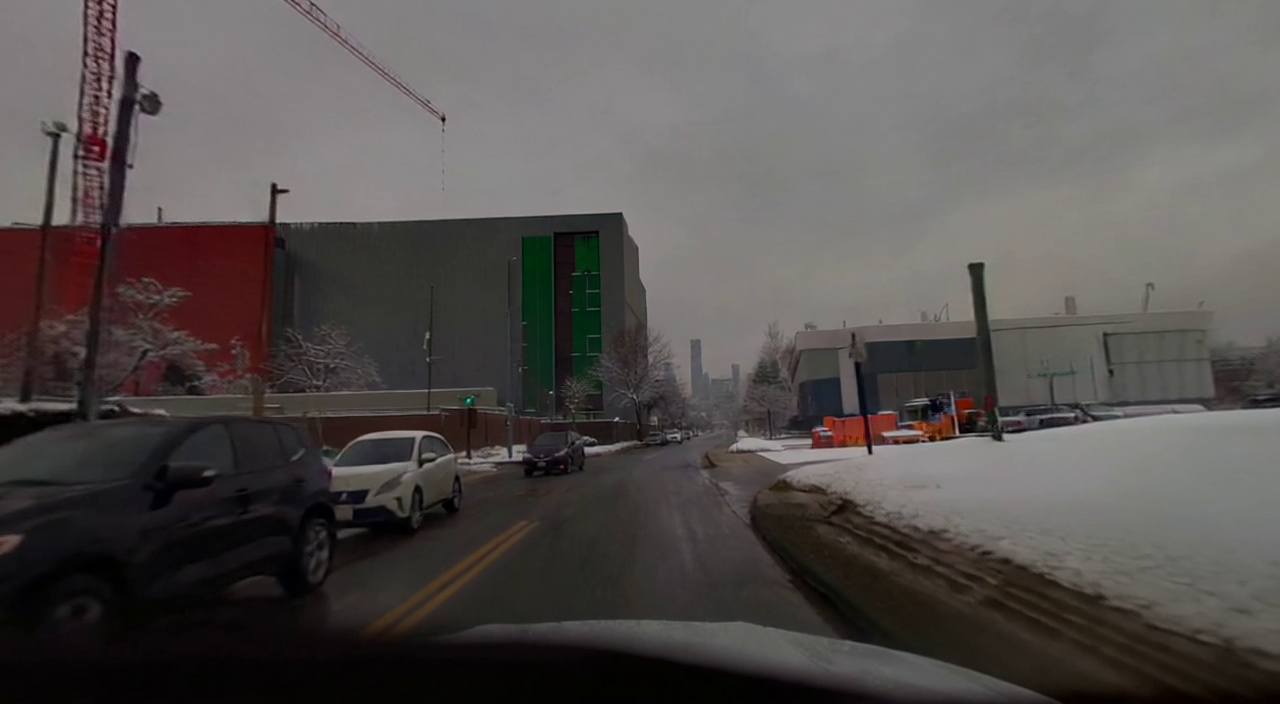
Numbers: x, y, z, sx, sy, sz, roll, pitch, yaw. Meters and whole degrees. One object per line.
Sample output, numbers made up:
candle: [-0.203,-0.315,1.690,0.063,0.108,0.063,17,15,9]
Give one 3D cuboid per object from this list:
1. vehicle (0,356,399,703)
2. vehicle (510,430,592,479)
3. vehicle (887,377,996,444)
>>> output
vehicle: [-3.520,1.132,4.522,2.026,1.699,4.224,0,-8,-2]
vehicle: [-3.213,3.789,23.624,1.967,1.646,4.192,-1,-8,8]
vehicle: [19.291,4.014,41.269,3.031,3.863,9.734,-1,-8,5]
